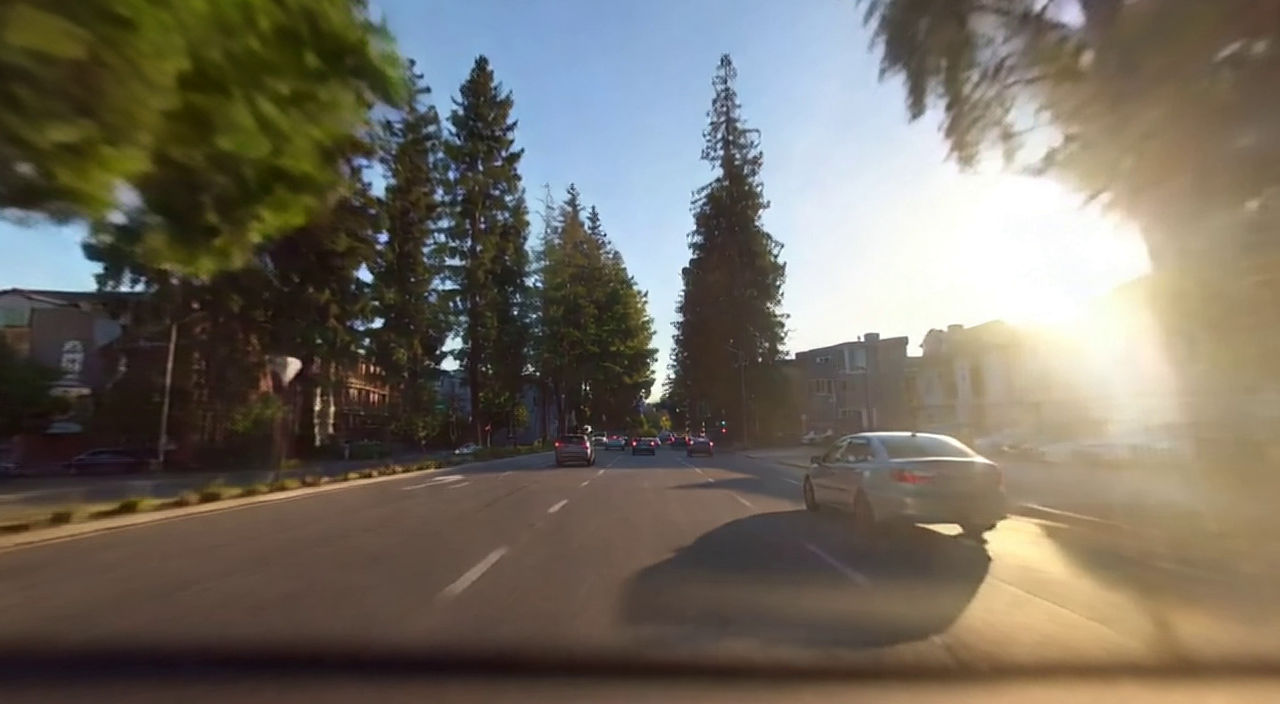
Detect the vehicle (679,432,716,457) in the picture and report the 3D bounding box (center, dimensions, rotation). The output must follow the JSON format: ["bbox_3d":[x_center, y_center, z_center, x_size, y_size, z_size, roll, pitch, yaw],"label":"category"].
[{"bbox_3d":[3.975,6.484,44.307,2.137,1.646,4.488,0,-8,0],"label":"vehicle"}]

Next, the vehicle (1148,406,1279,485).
[{"bbox_3d":[15.666,2.305,15.540,4.410,1.795,2.078,0,-8,-1],"label":"vehicle"}]

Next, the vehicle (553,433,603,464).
[{"bbox_3d":[-3.205,5.121,33.477,2.049,1.485,4.656,0,-8,1],"label":"vehicle"}]

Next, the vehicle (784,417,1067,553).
[{"bbox_3d":[3.748,1.836,9.438,2.128,1.502,4.572,0,-8,1],"label":"vehicle"}]
